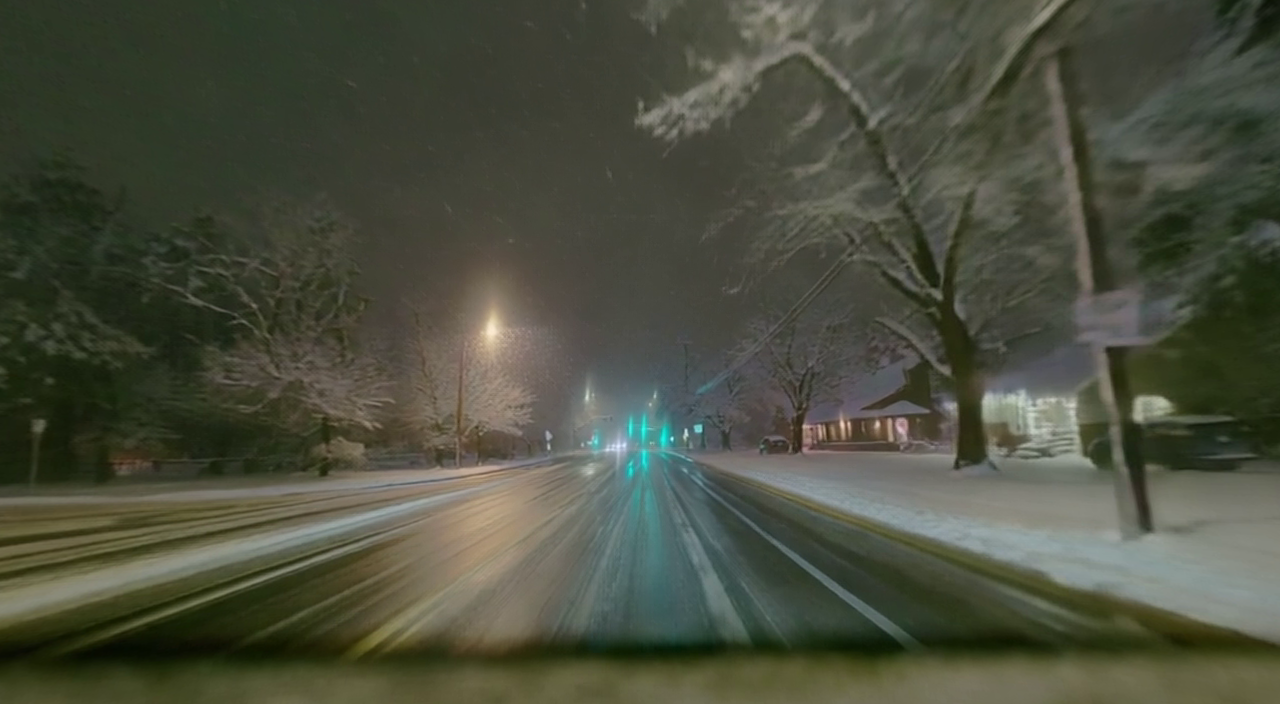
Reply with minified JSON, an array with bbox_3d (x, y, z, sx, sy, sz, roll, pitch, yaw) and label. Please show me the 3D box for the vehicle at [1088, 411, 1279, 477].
[{"bbox_3d":[18.177,3.022,20.738,4.978,1.991,2.234,-1,-8,3],"label":"vehicle"}]
